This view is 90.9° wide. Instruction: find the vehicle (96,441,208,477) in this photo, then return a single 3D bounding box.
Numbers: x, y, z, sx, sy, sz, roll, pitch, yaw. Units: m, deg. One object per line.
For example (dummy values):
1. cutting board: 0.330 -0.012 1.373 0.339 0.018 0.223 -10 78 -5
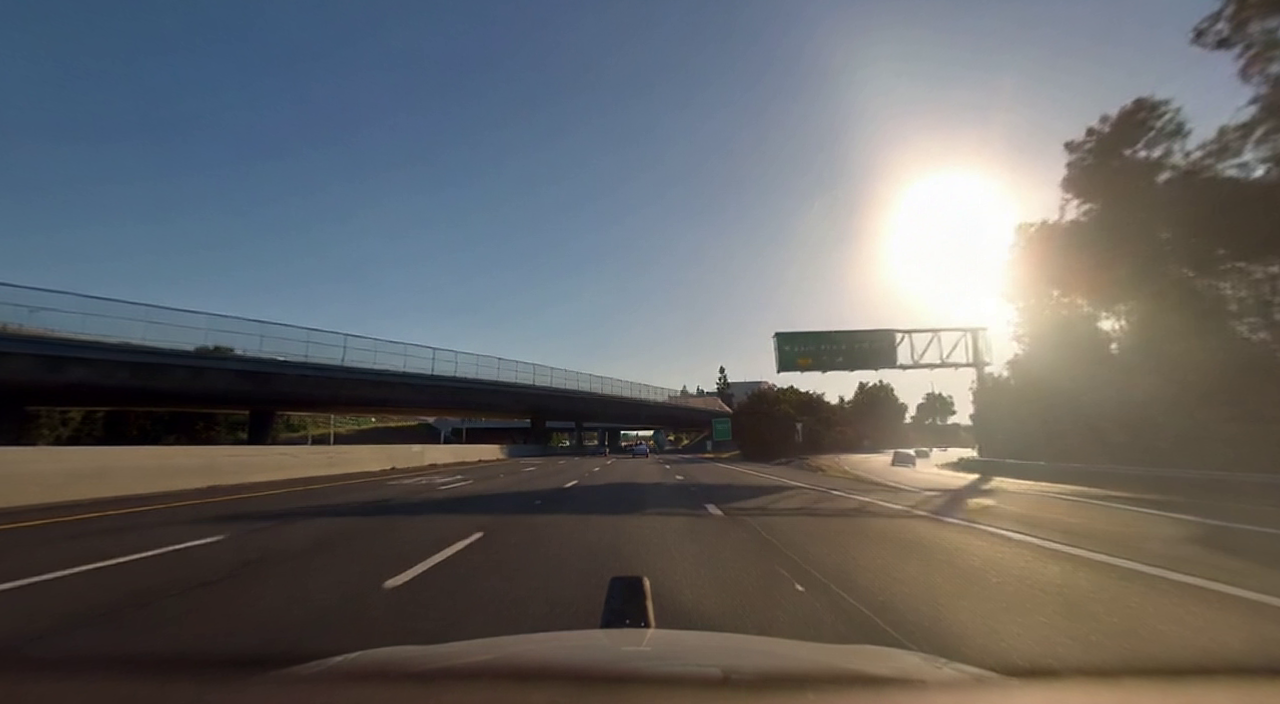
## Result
1. vehicle: -24.426 5.346 31.791 1.977 1.665 4.501 0 -8 0
